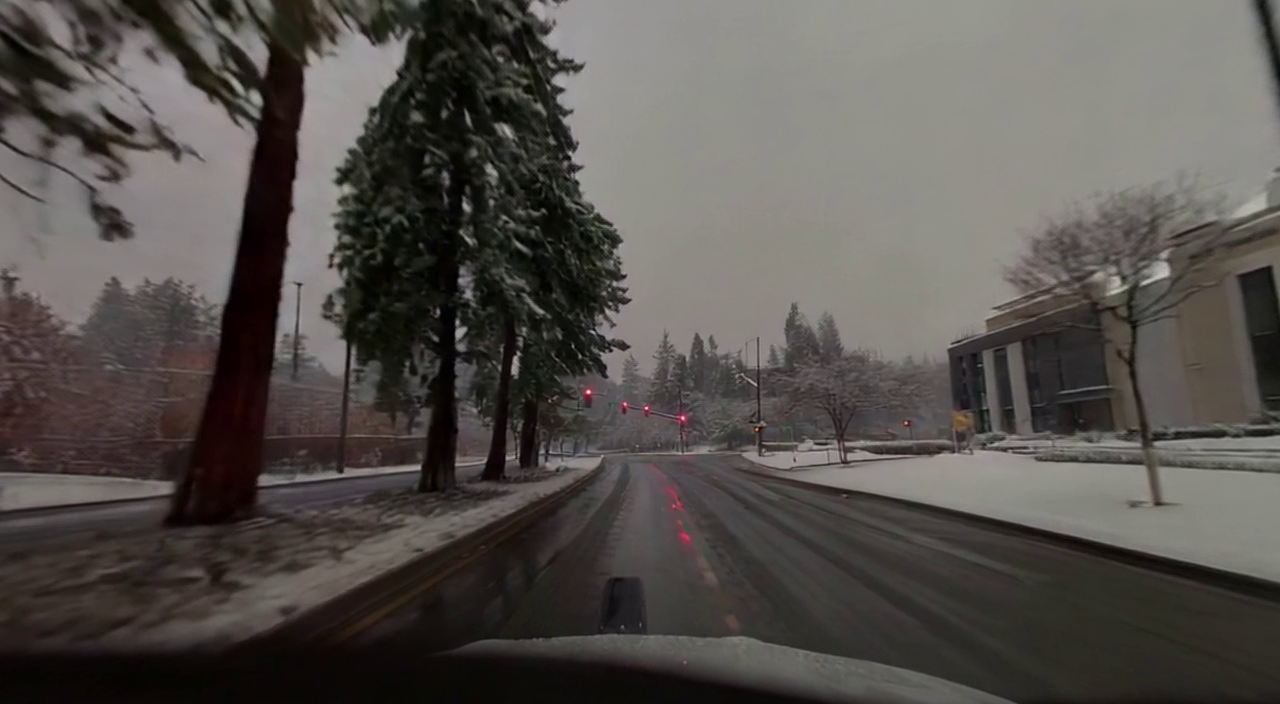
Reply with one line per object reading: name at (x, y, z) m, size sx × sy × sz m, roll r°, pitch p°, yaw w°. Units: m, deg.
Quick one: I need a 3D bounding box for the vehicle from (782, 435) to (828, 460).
vehicle at (12.483, 7.273, 47.791) m, size 2.185 × 1.792 × 4.942 m, roll 0°, pitch -8°, yaw 0°
